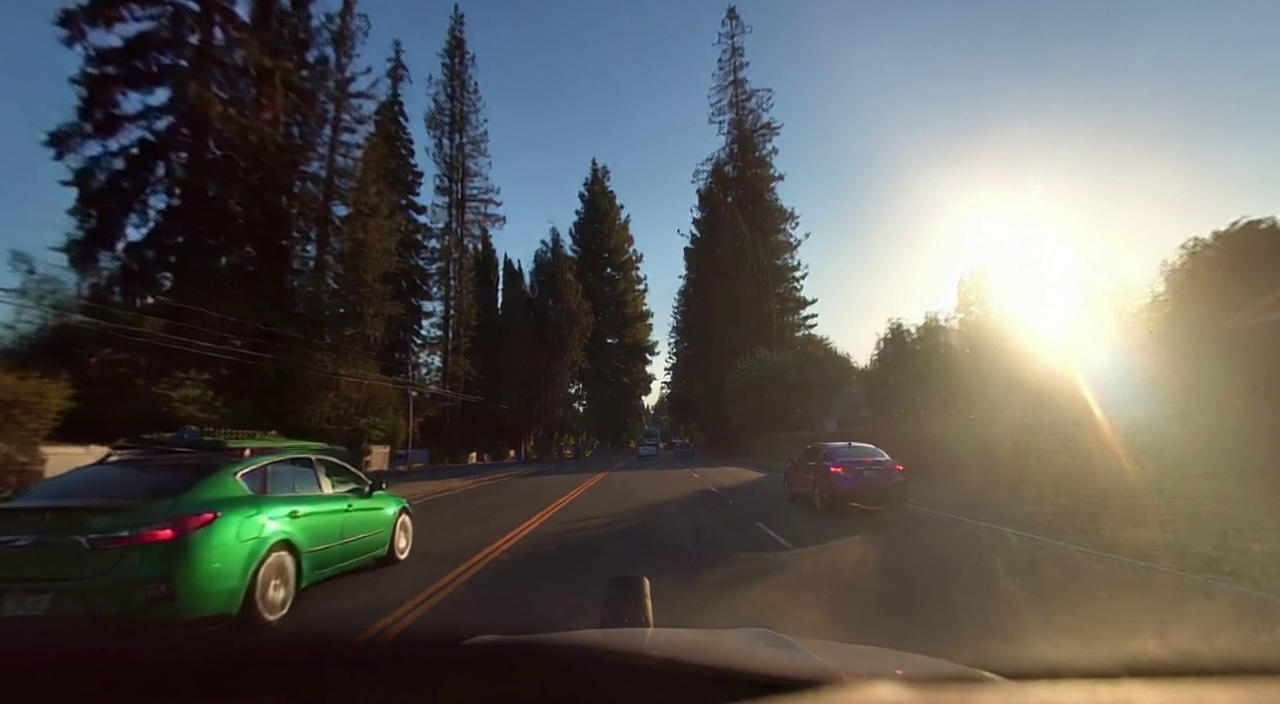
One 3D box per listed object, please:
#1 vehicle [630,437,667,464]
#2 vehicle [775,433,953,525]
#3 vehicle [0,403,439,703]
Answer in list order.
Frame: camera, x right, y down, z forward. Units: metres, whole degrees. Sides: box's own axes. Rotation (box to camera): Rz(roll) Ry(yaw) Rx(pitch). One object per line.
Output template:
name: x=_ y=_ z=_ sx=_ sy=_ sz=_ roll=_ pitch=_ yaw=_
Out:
vehicle: x=0.567 y=6.154 z=39.621 sx=2.206 sy=1.525 sz=4.695 roll=-1 pitch=-7 yaw=1
vehicle: x=4.193 y=2.394 z=12.699 sx=1.943 sy=1.471 sz=4.515 roll=-1 pitch=-7 yaw=0
vehicle: x=-3.666 y=1.350 z=5.563 sx=2.162 sy=1.546 sz=4.889 roll=-1 pitch=-7 yaw=0
